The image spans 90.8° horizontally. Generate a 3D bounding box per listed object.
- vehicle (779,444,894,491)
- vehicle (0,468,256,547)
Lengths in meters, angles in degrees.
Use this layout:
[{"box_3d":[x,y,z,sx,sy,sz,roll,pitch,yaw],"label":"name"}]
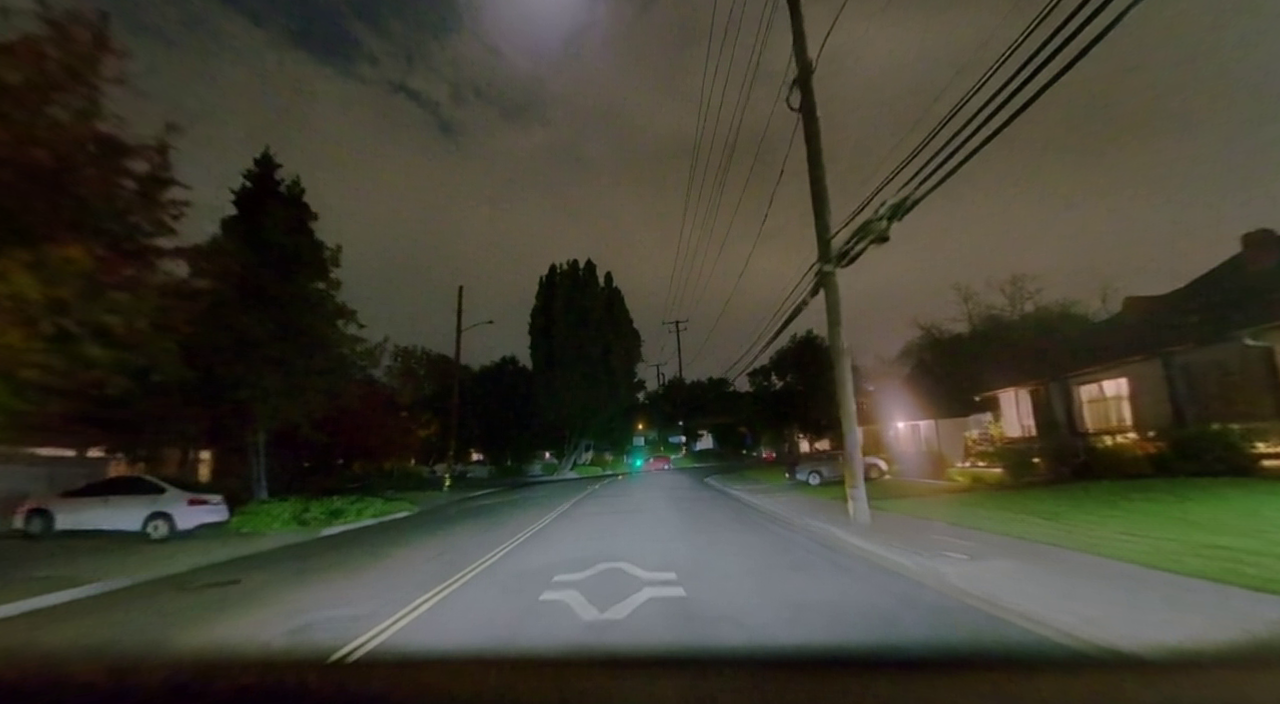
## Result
[{"box_3d":[7.723,4.537,25.064,3.846,1.725,1.920,0,-9,-4],"label":"vehicle"},{"box_3d":[-11.698,3.536,14.658,4.243,1.598,2.003,-1,-9,3],"label":"vehicle"}]
